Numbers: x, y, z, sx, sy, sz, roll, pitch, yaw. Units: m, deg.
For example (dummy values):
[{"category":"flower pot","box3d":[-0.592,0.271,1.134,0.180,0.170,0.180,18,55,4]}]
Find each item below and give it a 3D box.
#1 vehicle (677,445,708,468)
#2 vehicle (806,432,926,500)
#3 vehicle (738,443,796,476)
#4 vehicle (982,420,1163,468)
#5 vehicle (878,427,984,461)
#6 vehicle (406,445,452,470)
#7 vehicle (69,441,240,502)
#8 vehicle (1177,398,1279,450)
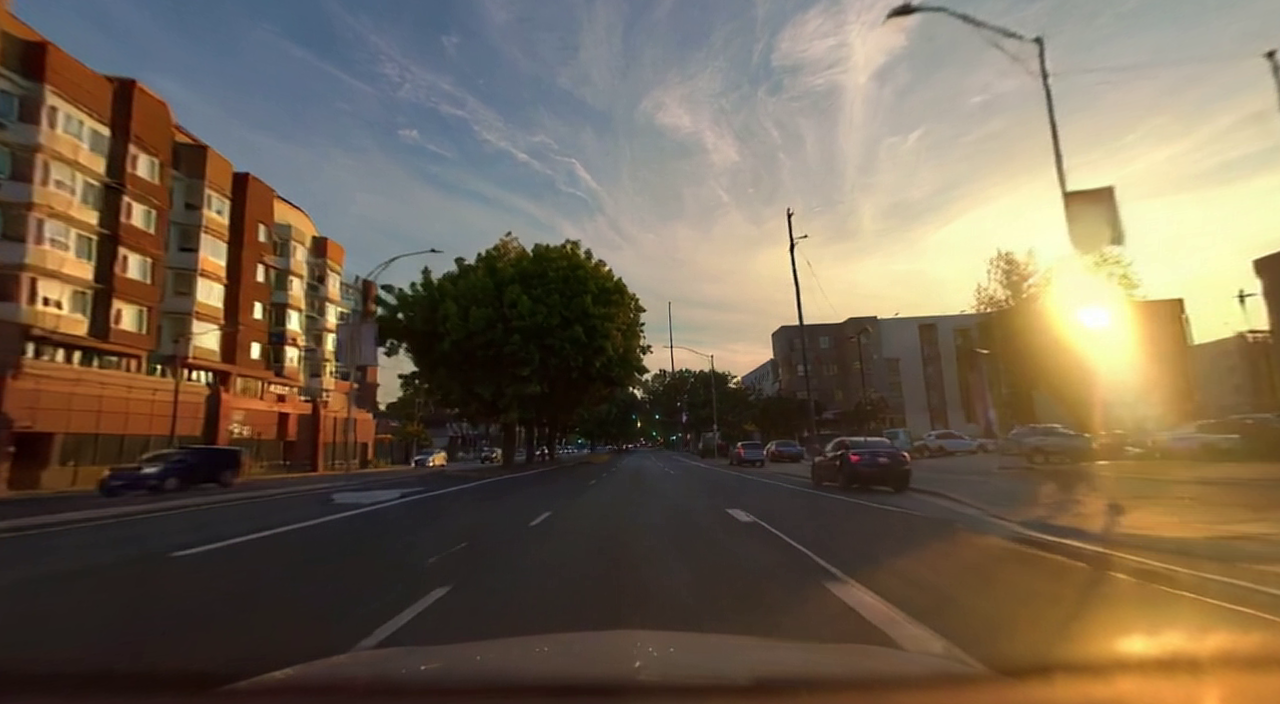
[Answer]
[{"category":"vehicle","box3d":[3.751,7.569,46.009,1.878,1.534,4.120,0,-8,0]},{"category":"vehicle","box3d":[6.555,3.337,18.936,2.175,1.770,4.373,-1,-8,3]},{"category":"vehicle","box3d":[6.729,5.712,33.973,2.063,1.631,4.507,0,-8,-1]},{"category":"vehicle","box3d":[15.144,3.265,22.380,4.830,1.605,1.982,-1,-9,4]},{"category":"vehicle","box3d":[14.914,4.743,32.570,4.527,1.637,1.887,0,-8,-1]},{"category":"vehicle","box3d":[-15.662,7.797,47.063,1.888,1.744,4.355,0,-8,1]},{"category":"vehicle","box3d":[-15.122,3.699,20.057,2.014,1.700,4.308,0,-8,-1]},{"category":"vehicle","box3d":[30.587,3.637,31.489,5.204,2.465,2.316,-1,-9,5]}]
